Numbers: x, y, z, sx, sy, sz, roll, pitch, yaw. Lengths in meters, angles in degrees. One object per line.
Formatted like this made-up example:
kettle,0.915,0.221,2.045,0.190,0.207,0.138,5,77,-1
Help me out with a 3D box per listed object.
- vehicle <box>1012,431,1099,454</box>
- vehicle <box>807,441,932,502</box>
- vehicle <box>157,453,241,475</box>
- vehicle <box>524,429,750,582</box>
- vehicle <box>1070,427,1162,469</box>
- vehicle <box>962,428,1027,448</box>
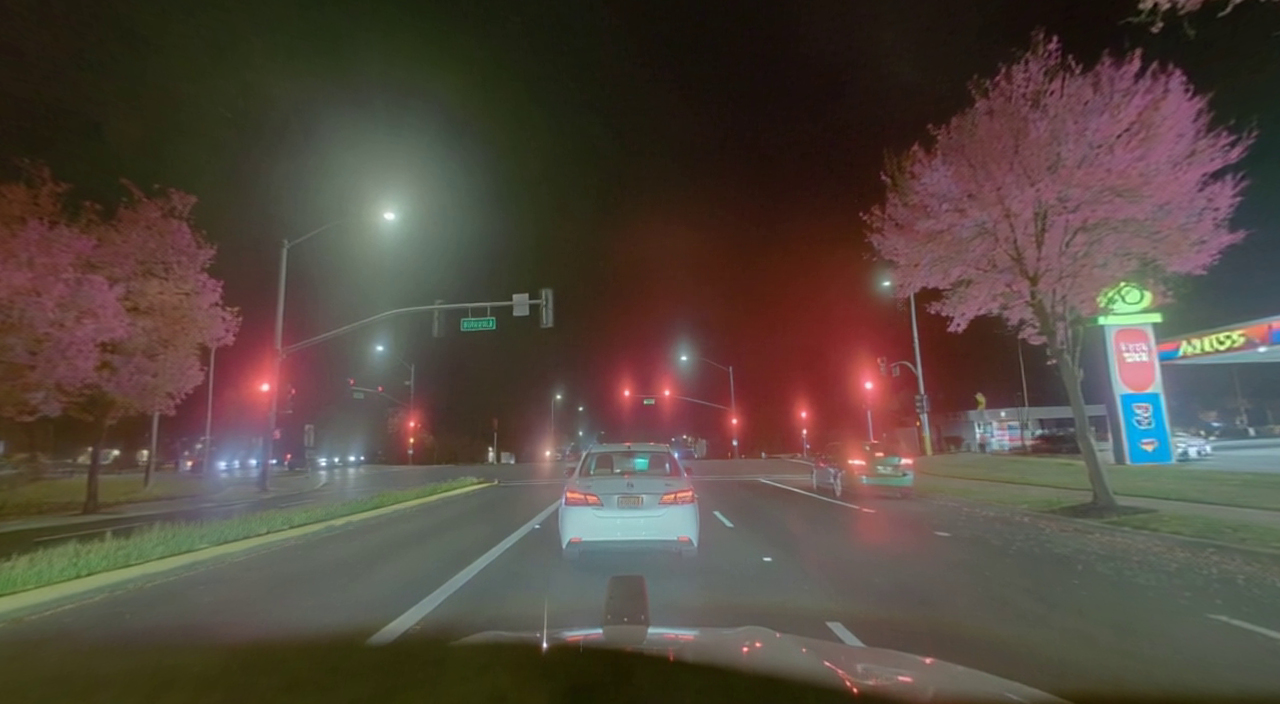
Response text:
vehicle,28.399,6.192,43.202,4.458,1.510,1.947,-1,-8,6
vehicle,6.383,3.351,18.152,1.942,1.511,4.390,0,-8,0
vehicle,-30.383,7.697,43.460,4.609,1.465,1.944,-2,-8,10
vehicle,-0.052,1.804,8.276,2.213,1.482,4.057,0,-8,-1
vehicle,18.560,3.717,24.506,4.300,1.495,2.053,8,-12,-44
vehicle,27.702,6.753,49.327,3.968,1.572,1.740,0,-8,3
